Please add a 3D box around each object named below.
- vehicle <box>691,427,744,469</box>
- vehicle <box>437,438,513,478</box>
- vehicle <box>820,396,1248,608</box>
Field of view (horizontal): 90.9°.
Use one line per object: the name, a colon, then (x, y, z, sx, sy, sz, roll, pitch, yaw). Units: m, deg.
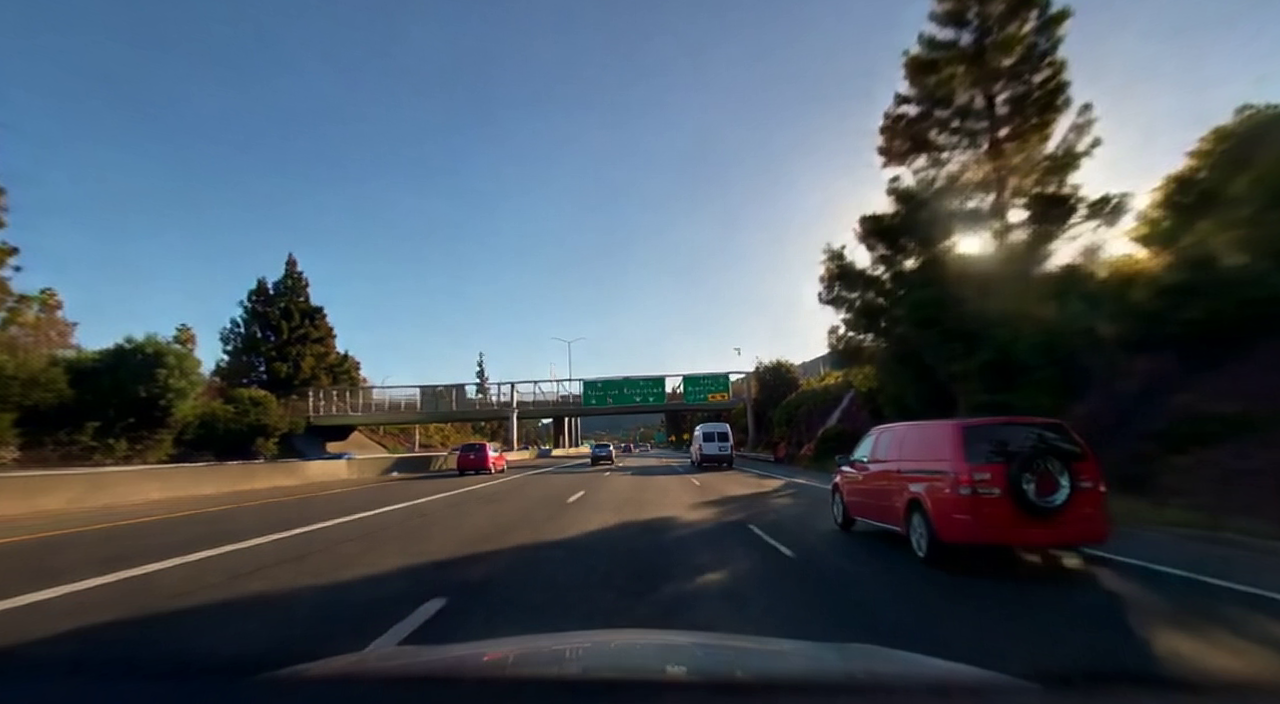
vehicle: (4.328, 5.529, 36.354, 2.347, 2.234, 5.352, 0, -8, 0)
vehicle: (-7.249, 4.701, 28.245, 2.068, 1.632, 4.623, -1, -8, 1)
vehicle: (3.835, 1.551, 7.431, 2.100, 1.690, 4.536, 0, -8, 0)
